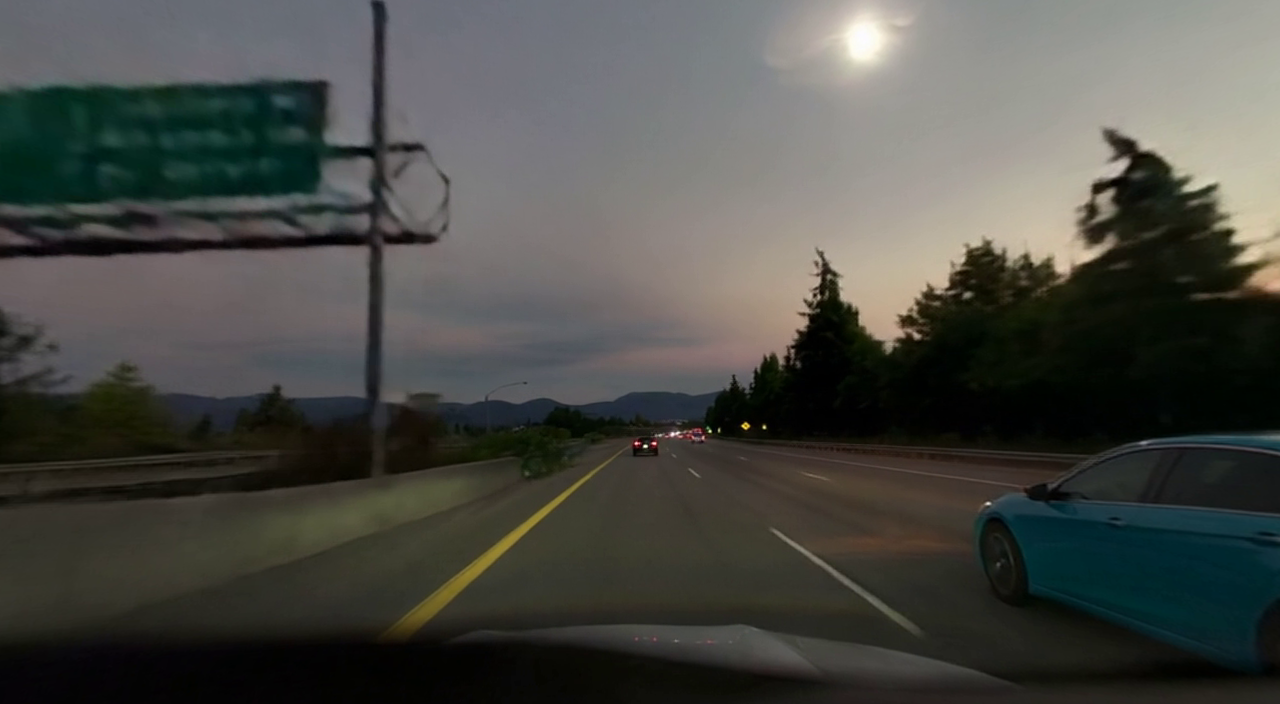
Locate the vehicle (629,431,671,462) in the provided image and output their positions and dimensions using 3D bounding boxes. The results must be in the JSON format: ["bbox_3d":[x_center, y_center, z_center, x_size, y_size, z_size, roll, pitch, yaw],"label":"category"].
[{"bbox_3d":[0.478,4.943,33.094,2.046,1.526,3.903,0,-8,-1],"label":"vehicle"}]

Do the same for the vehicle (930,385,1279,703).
[{"bbox_3d":[3.589,0.973,3.264,1.981,1.467,4.459,0,-8,-1],"label":"vehicle"}]
